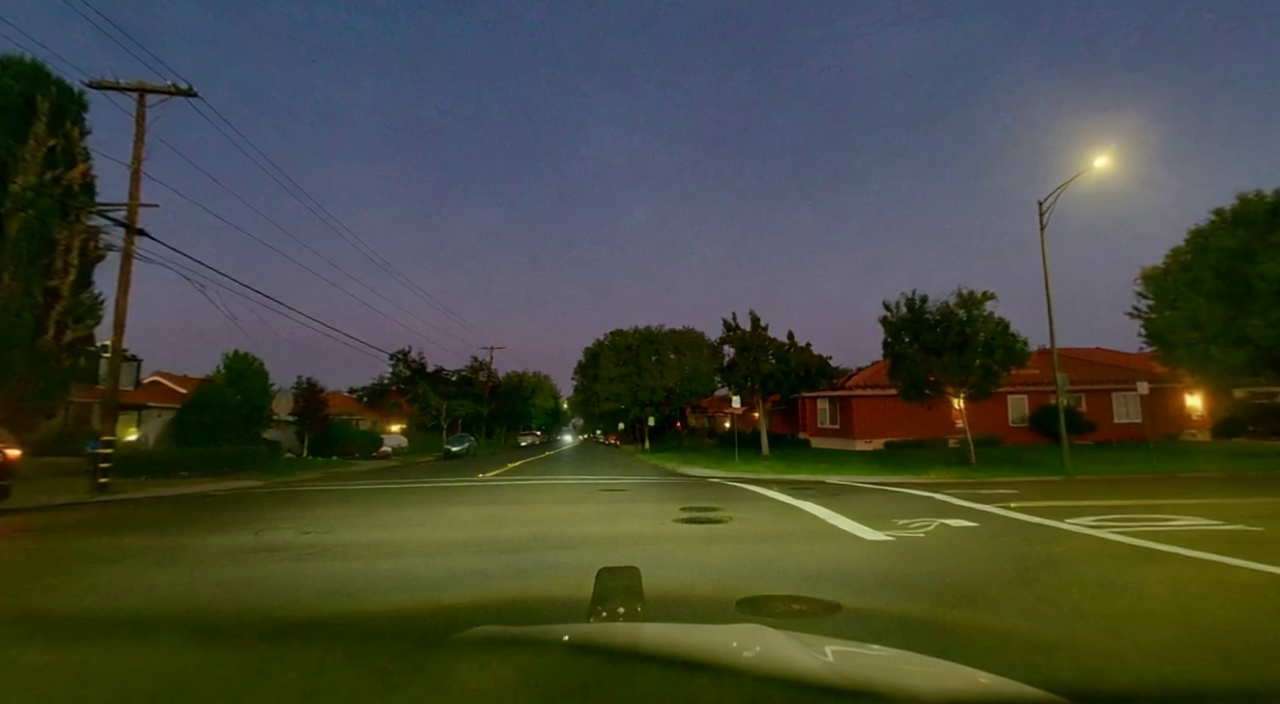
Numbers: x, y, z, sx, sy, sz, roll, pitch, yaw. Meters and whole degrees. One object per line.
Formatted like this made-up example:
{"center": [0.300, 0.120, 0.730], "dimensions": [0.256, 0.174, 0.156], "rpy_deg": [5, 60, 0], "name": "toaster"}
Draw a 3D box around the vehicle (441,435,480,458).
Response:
{"center": [-12.869, 6.812, 45.543], "dimensions": [2.036, 1.546, 4.705], "rpy_deg": [1, -8, -7], "name": "vehicle"}
